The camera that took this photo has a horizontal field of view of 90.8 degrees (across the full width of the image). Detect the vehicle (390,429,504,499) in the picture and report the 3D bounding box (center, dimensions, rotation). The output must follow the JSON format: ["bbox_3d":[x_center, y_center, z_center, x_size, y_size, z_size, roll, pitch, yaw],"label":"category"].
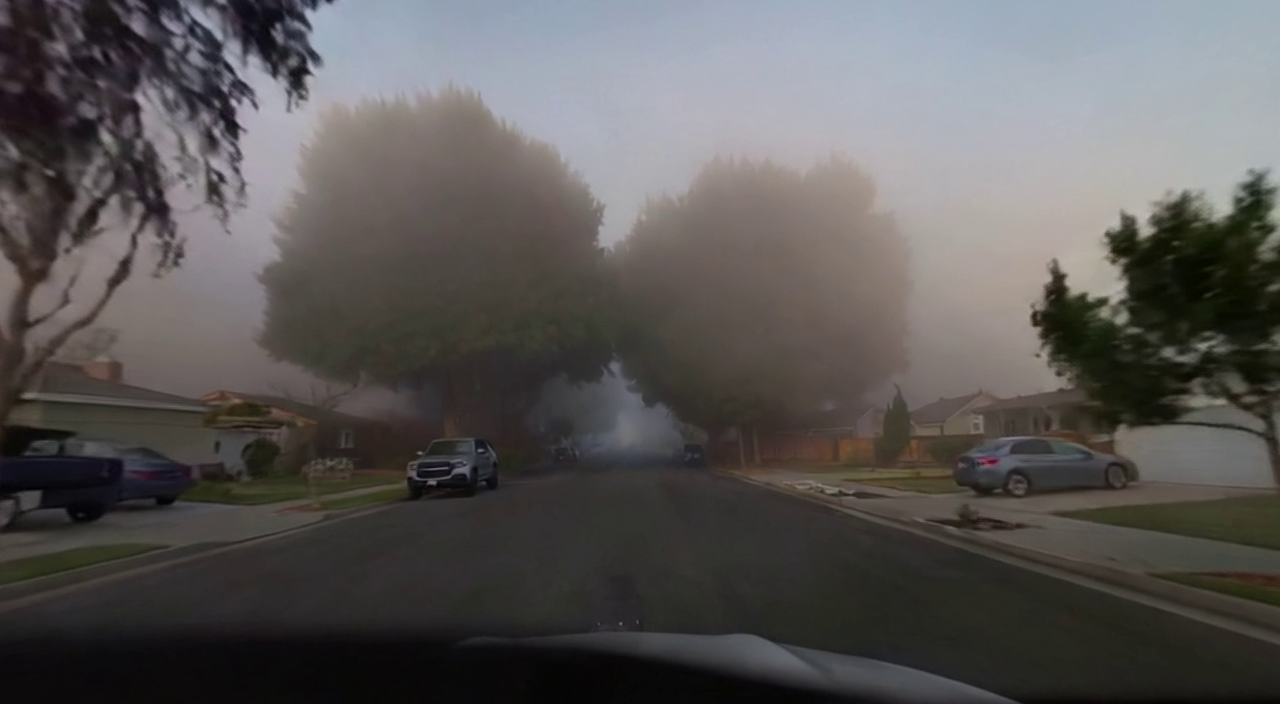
[{"bbox_3d":[-5.995,3.524,20.384,2.341,1.942,5.044,0,-8,-3],"label":"vehicle"}]

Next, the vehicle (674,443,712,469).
[{"bbox_3d":[3.458,6.823,41.687,1.996,1.585,4.371,0,-8,-2],"label":"vehicle"}]

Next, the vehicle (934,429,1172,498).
[{"bbox_3d":[9.986,2.711,15.547,4.497,1.564,1.948,0,-8,-2],"label":"vehicle"}]

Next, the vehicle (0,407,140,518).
[{"bbox_3d":[-12.249,2.007,11.387,2.006,1.925,5.163,-2,-9,4],"label":"vehicle"}]
